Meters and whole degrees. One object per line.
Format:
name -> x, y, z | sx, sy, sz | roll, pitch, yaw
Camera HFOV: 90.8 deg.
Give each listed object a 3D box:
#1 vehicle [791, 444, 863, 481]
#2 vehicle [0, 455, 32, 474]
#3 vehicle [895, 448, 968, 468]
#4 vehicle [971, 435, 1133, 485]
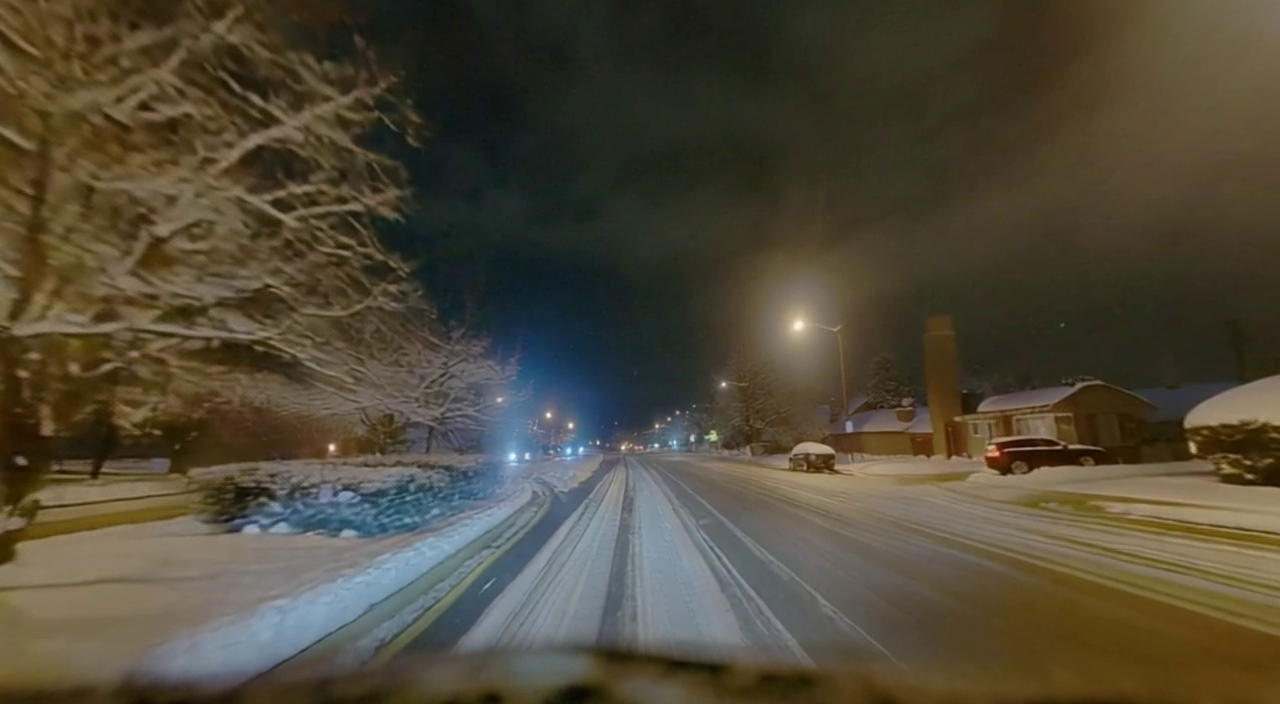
vehicle -> 9.410, 5.583, 32.212 | 2.096, 1.703, 4.583 | 0, -9, -2
vehicle -> -49.278, 8.701, 48.959 | 4.083, 1.423, 1.885 | -5, -10, 30
vehicle -> 21.719, 7.888, 47.197 | 4.465, 1.460, 1.901 | 0, -8, 1
vehicle -> 15.516, 4.097, 24.029 | 4.605, 1.779, 2.135 | 0, -9, 0
